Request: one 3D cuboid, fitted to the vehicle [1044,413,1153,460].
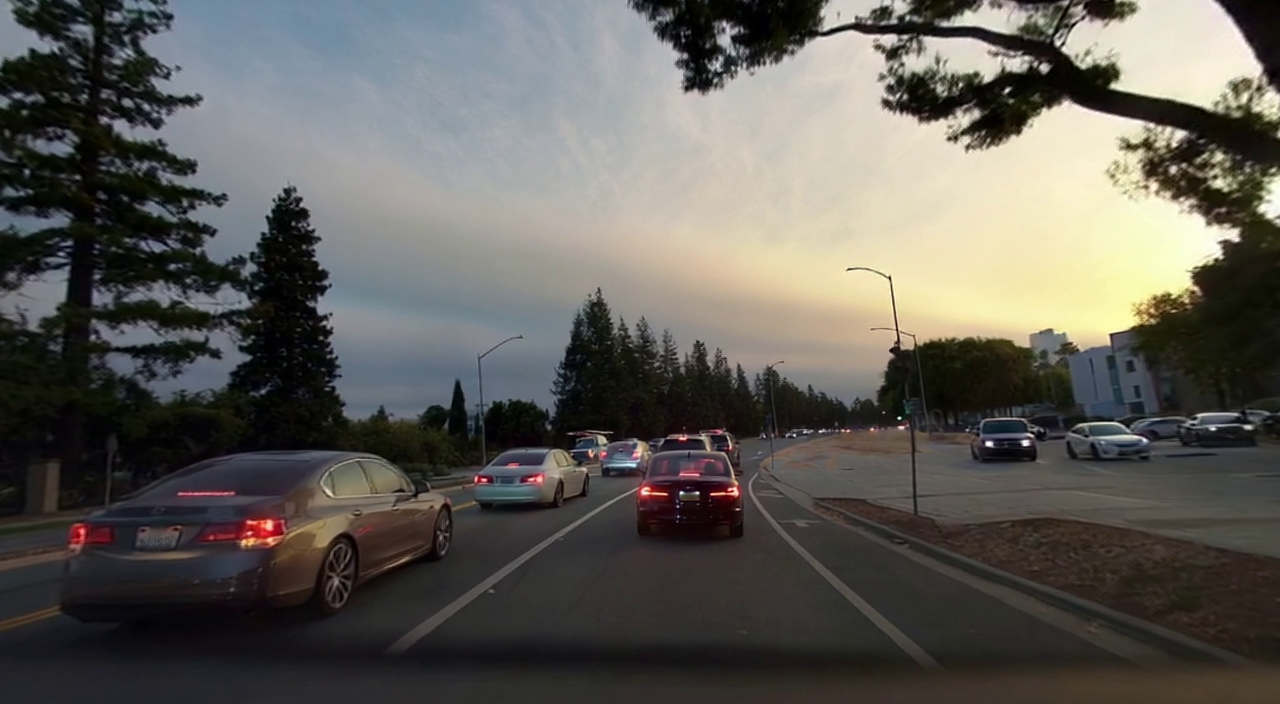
[{"bbox_3d":[17.760,3.313,24.632,1.803,1.518,3.893,-7,-9,11],"label":"vehicle"}]

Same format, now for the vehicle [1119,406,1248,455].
[{"bbox_3d":[20.421,3.001,23.925,1.902,1.529,3.937,-7,-9,13],"label":"vehicle"}]

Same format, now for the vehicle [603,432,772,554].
[{"bbox_3d":[0.745,2.108,10.139,2.142,1.528,4.133,-1,-9,4],"label":"vehicle"}]

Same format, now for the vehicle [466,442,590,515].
[{"bbox_3d":[-2.530,2.979,15.361,1.870,1.490,4.187,-1,-9,6],"label":"vehicle"}]

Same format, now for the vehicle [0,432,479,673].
[{"bbox_3d":[-3.232,1.601,6.207,1.940,1.502,4.241,-1,-9,3],"label":"vehicle"}]

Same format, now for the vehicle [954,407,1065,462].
[{"bbox_3d":[14.426,3.314,24.969,2.288,1.933,4.612,-2,-9,11],"label":"vehicle"}]
